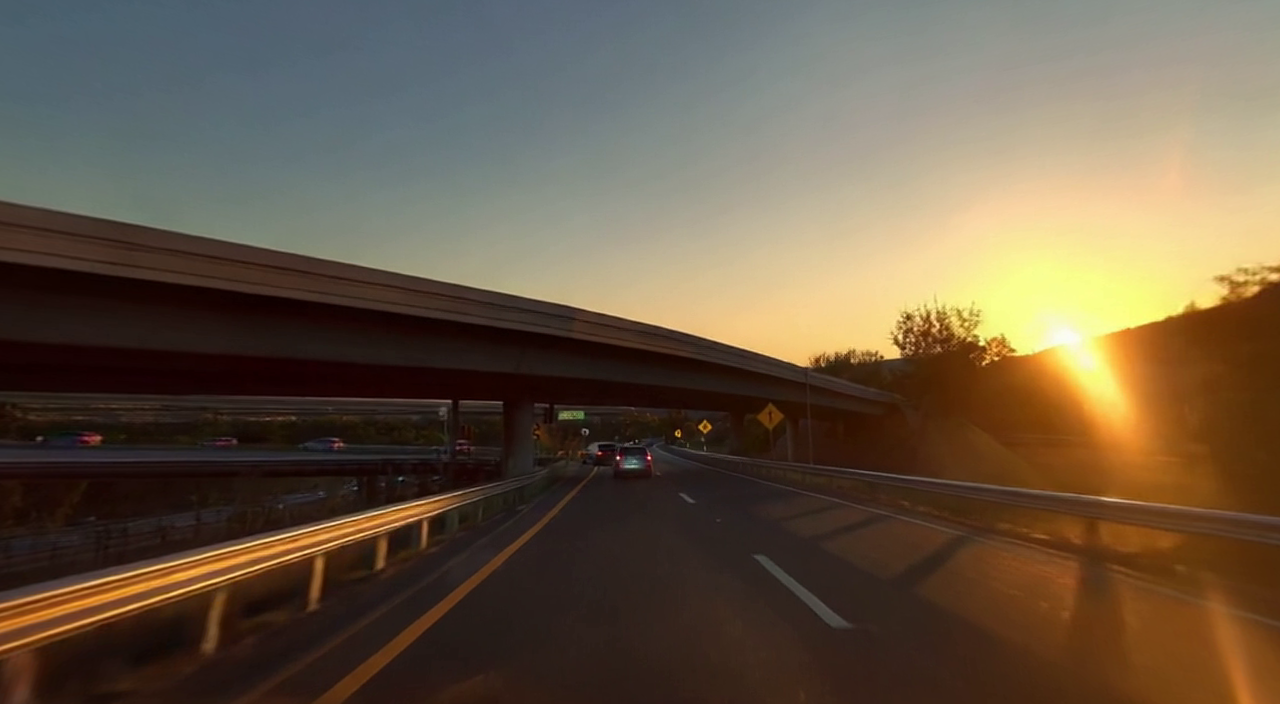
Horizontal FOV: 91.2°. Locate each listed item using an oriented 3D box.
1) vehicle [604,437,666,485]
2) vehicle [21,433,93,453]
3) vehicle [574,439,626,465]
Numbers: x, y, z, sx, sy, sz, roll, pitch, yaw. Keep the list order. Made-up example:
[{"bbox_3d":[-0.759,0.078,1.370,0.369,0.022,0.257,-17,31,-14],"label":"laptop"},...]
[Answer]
[{"bbox_3d":[-0.198,3.792,22.062,2.006,1.486,3.950,0,-9,-1],"label":"vehicle"},{"bbox_3d":[-46.383,7.253,49.922,3.783,1.466,1.750,0,-9,-4],"label":"vehicle"},{"bbox_3d":[-2.546,6.190,38.791,2.018,1.505,4.278,3,-9,-21],"label":"vehicle"}]
